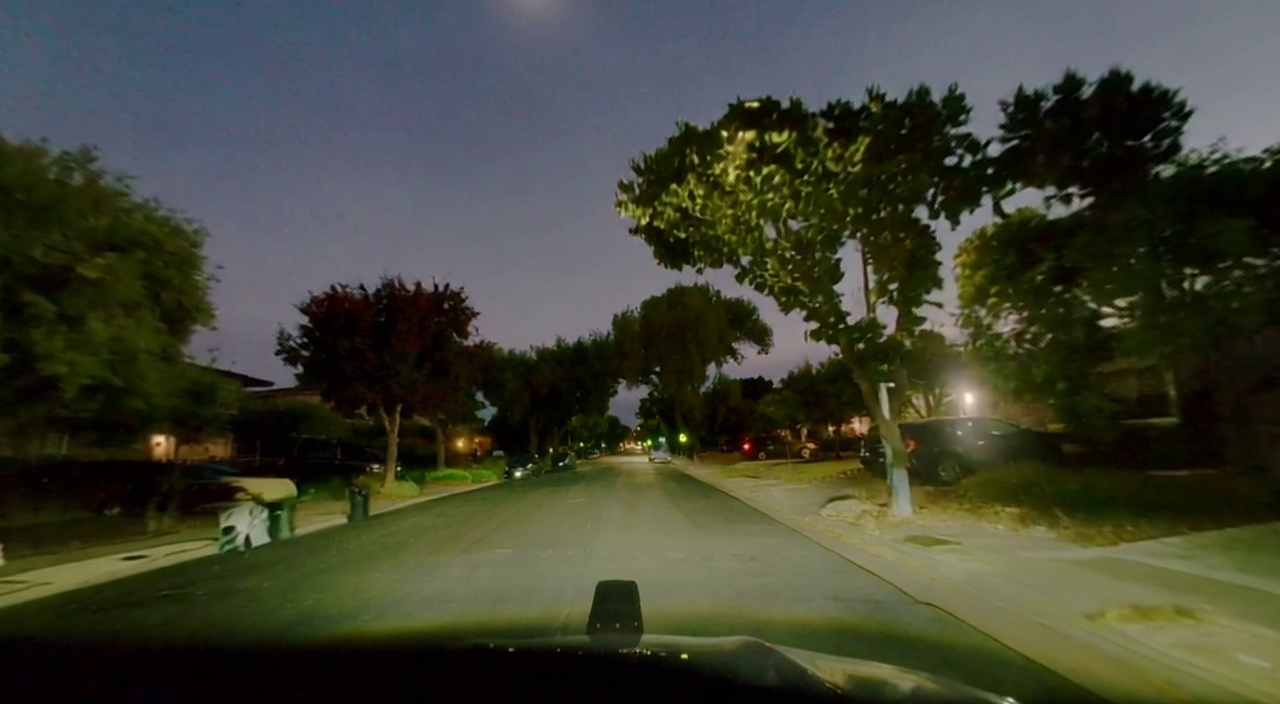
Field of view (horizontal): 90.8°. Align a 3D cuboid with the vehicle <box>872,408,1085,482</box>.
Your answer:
[{"bbox_3d":[8.544,2.373,16.249,4.334,1.750,1.900,0,-8,-2],"label":"vehicle"}]

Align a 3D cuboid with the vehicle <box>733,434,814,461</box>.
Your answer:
[{"bbox_3d":[8.390,6.021,39.946,4.599,1.652,1.903,0,-8,-3],"label":"vehicle"}]

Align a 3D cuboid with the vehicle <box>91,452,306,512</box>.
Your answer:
[{"bbox_3d":[-12.069,3.555,17.526,4.476,1.476,1.877,0,-8,-2],"label":"vehicle"}]

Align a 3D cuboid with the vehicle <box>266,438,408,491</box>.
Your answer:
[{"bbox_3d":[-12.375,4.590,26.045,4.753,2.028,2.079,0,-8,0],"label":"vehicle"}]

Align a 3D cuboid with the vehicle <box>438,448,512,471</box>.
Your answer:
[{"bbox_3d":[-12.218,8.017,47.064,4.972,1.623,1.884,0,-8,-1],"label":"vehicle"}]

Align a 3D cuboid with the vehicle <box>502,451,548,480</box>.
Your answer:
[{"bbox_3d":[-6.329,6.262,35.113,1.878,1.496,3.535,0,-8,0],"label":"vehicle"}]
